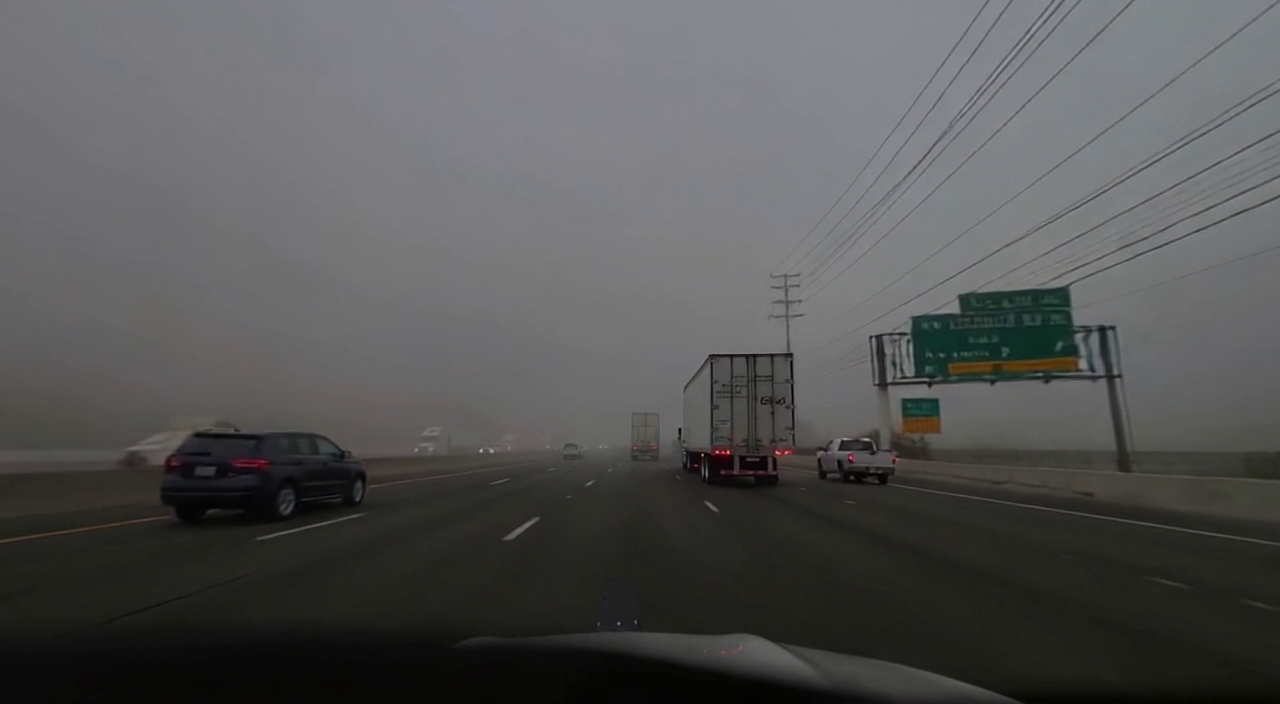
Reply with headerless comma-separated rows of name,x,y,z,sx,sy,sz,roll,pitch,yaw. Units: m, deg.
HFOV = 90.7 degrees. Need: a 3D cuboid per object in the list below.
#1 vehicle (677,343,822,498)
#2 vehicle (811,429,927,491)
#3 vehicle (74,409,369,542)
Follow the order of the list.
vehicle,3.420,3.076,25.295,2.892,4.152,16.575,0,-9,0
vehicle,7.553,3.620,21.469,2.115,1.844,4.522,0,-9,-1
vehicle,-6.894,2.095,11.300,2.004,1.846,4.739,0,-9,0
